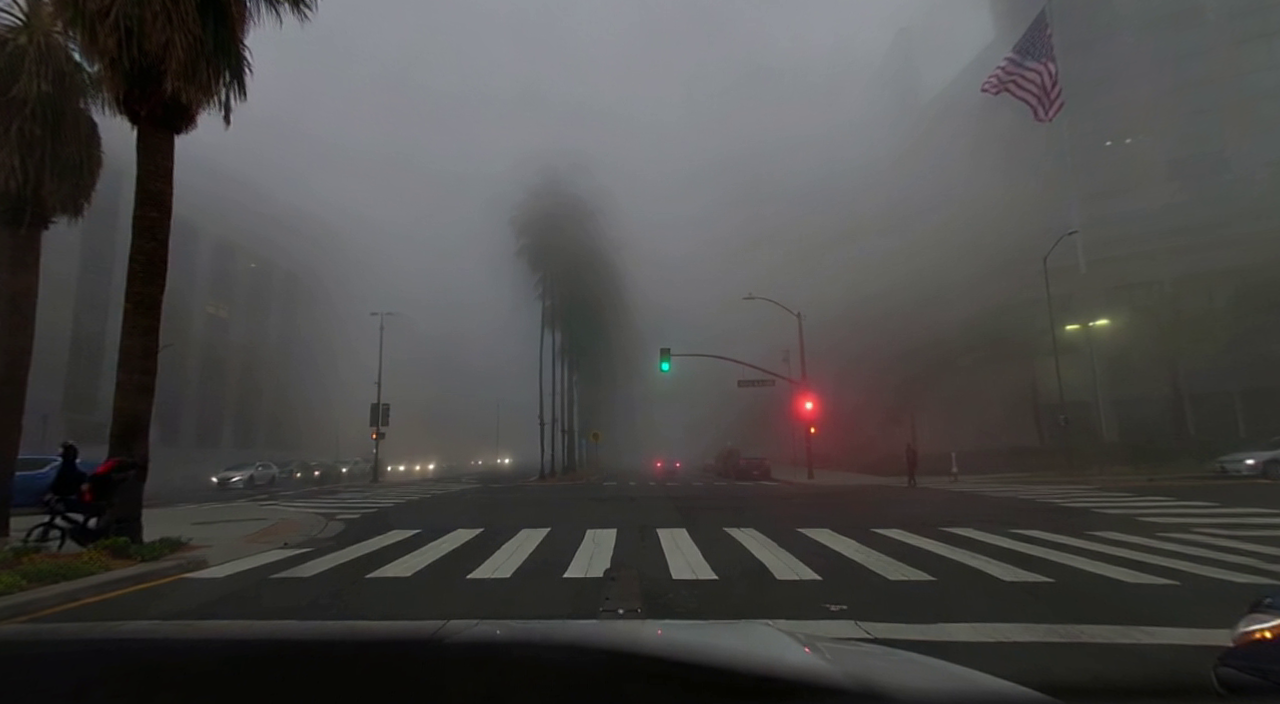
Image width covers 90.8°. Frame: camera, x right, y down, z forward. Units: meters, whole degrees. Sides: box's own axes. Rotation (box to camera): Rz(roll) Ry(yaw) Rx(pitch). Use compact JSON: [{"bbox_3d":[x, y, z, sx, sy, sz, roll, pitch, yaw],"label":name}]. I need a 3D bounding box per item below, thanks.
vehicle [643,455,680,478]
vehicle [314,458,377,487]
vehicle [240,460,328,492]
[{"bbox_3d":[1.483,8.234,45.710,2.000,1.525,4.273,1,-9,-8],"label":"vehicle"},{"bbox_3d":[-20.112,8.231,43.376,2.043,1.745,4.420,-1,-9,2],"label":"vehicle"},{"bbox_3d":[-19.892,6.948,35.583,2.069,1.540,4.774,0,-8,2],"label":"vehicle"}]
